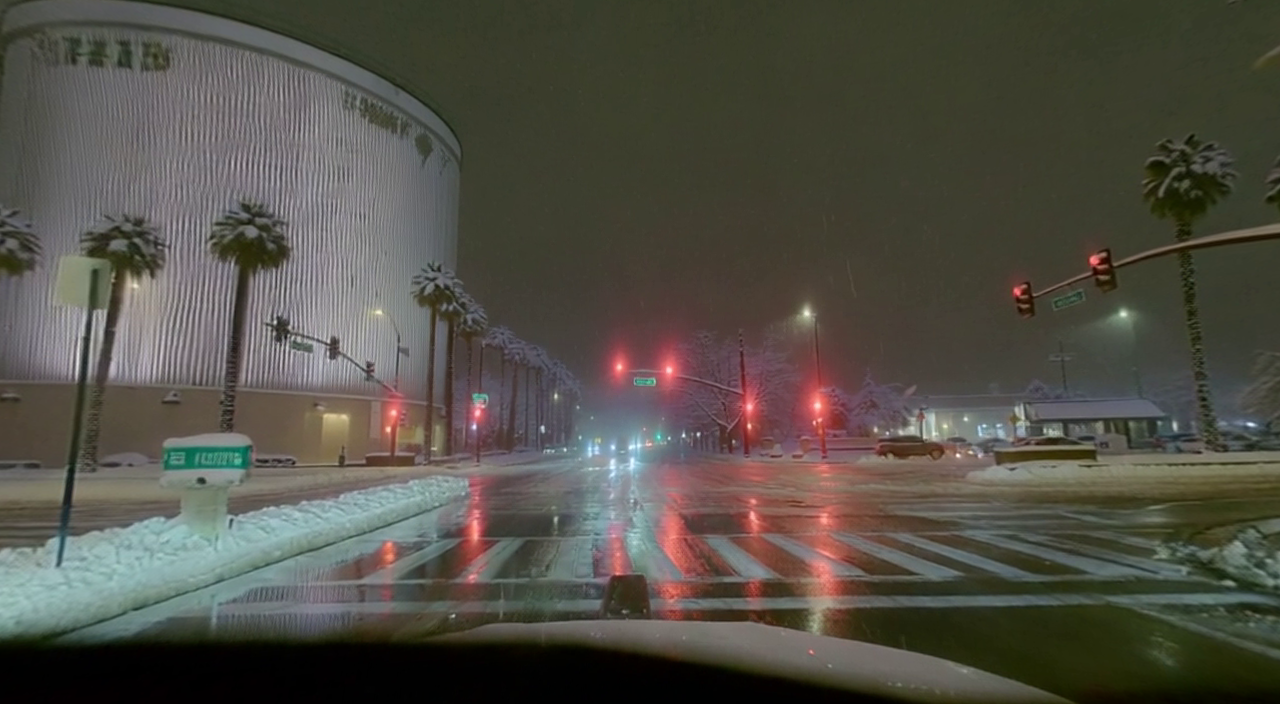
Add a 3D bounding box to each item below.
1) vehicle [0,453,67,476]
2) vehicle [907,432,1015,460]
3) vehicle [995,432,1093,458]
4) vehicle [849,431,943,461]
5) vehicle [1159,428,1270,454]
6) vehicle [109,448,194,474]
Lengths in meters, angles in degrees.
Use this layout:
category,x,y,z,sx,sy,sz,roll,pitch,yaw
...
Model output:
category,x,y,z,sx,sy,sz,roll,pitch,yaw
vehicle,-41.663,7.605,42.784,3.698,1.467,1.779,0,-8,1
vehicle,16.889,4.964,33.277,4.684,1.461,1.777,0,-8,-1
vehicle,23.483,5.445,36.749,4.423,1.465,1.798,0,-8,1
vehicle,14.966,5.526,36.991,4.648,1.665,1.910,0,-8,0
vehicle,33.120,5.162,36.418,4.567,1.458,1.791,0,-8,0
vehicle,-33.091,7.385,42.772,4.136,1.661,1.857,0,-8,1
